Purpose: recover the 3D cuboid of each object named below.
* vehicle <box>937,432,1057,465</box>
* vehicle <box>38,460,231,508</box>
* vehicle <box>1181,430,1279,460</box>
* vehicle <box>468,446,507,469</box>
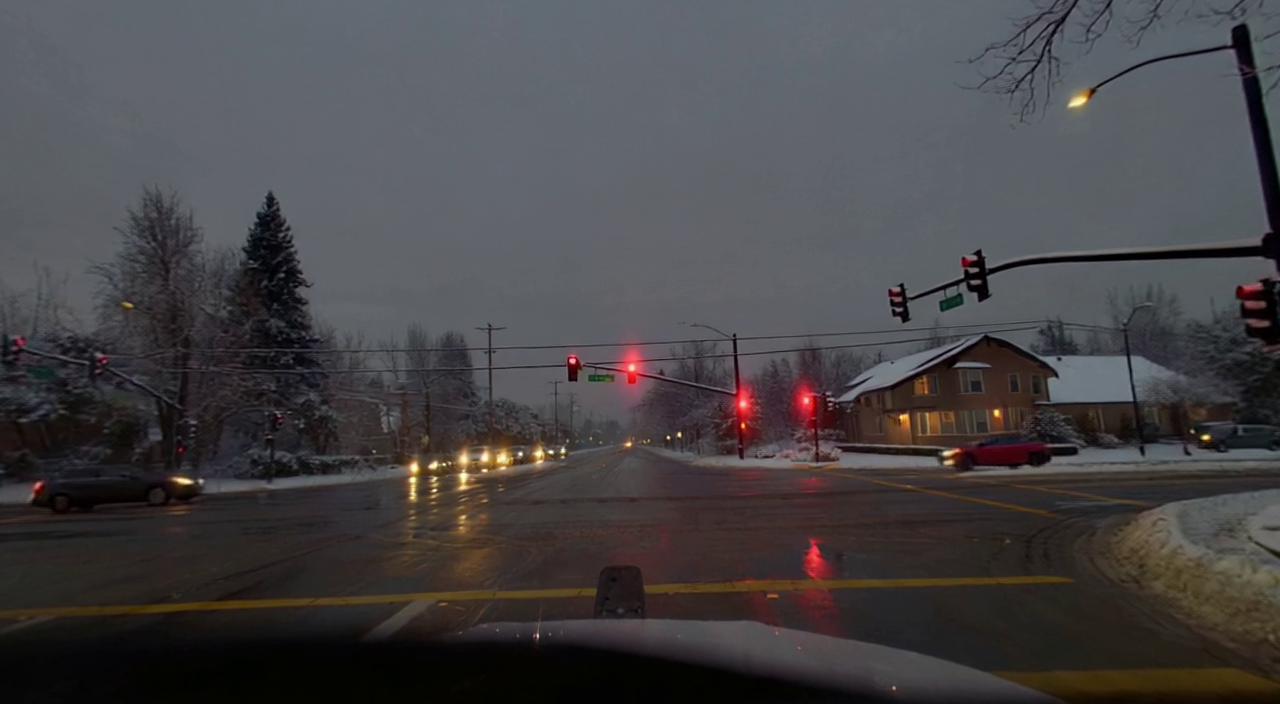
[{"bbox_3d":[17.804,4.860,31.781,4.873,1.539,1.932,-3,-9,19],"label":"vehicle"},{"bbox_3d":[-16.934,4.440,21.367,4.823,1.449,2.017,-1,-9,1],"label":"vehicle"},{"bbox_3d":[31.308,4.885,33.028,4.318,1.488,1.870,0,-9,-1],"label":"vehicle"},{"bbox_3d":[-10.726,7.456,44.747,1.881,1.509,3.377,0,-9,1],"label":"vehicle"}]
